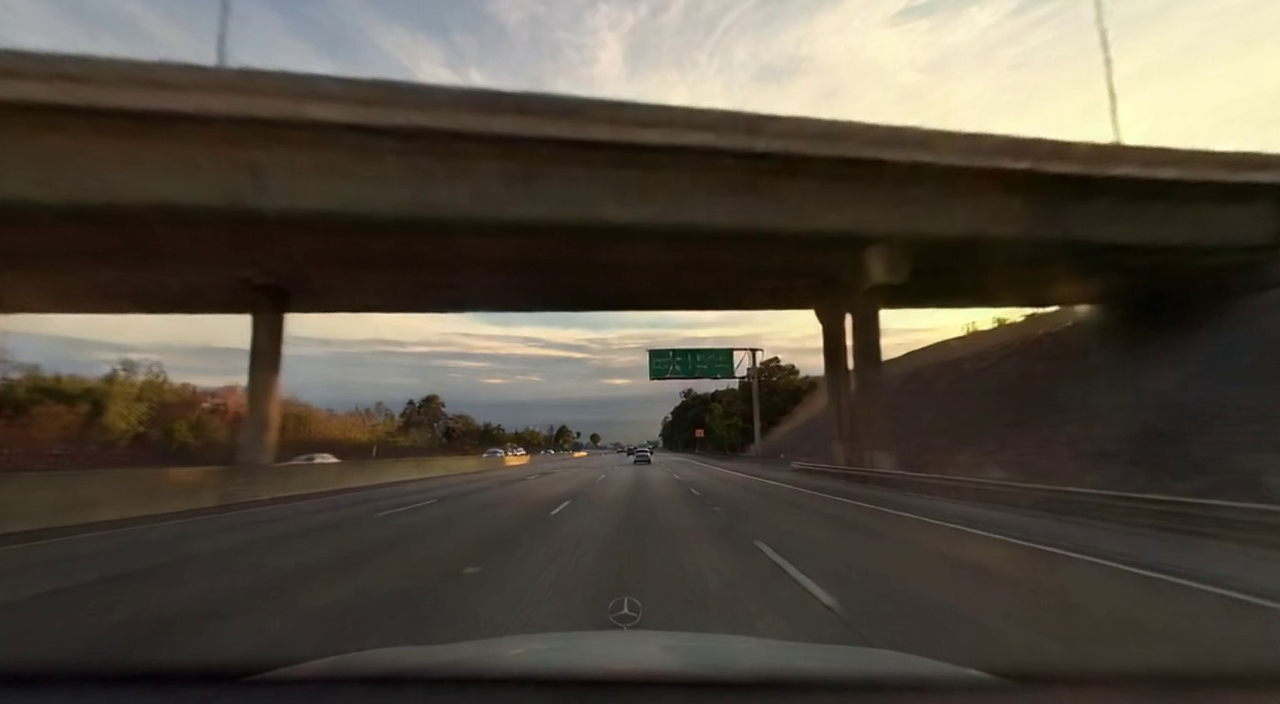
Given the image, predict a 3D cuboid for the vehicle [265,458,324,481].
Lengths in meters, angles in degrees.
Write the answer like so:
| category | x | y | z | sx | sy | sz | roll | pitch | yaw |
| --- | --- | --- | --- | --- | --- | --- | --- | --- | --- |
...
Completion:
| category | x | y | z | sx | sy | sz | roll | pitch | yaw |
| --- | --- | --- | --- | --- | --- | --- | --- | --- | --- |
| vehicle | -23.637 | 8.049 | 43.265 | 1.705 | 1.410 | 3.956 | 0 | -9 | 0 |
